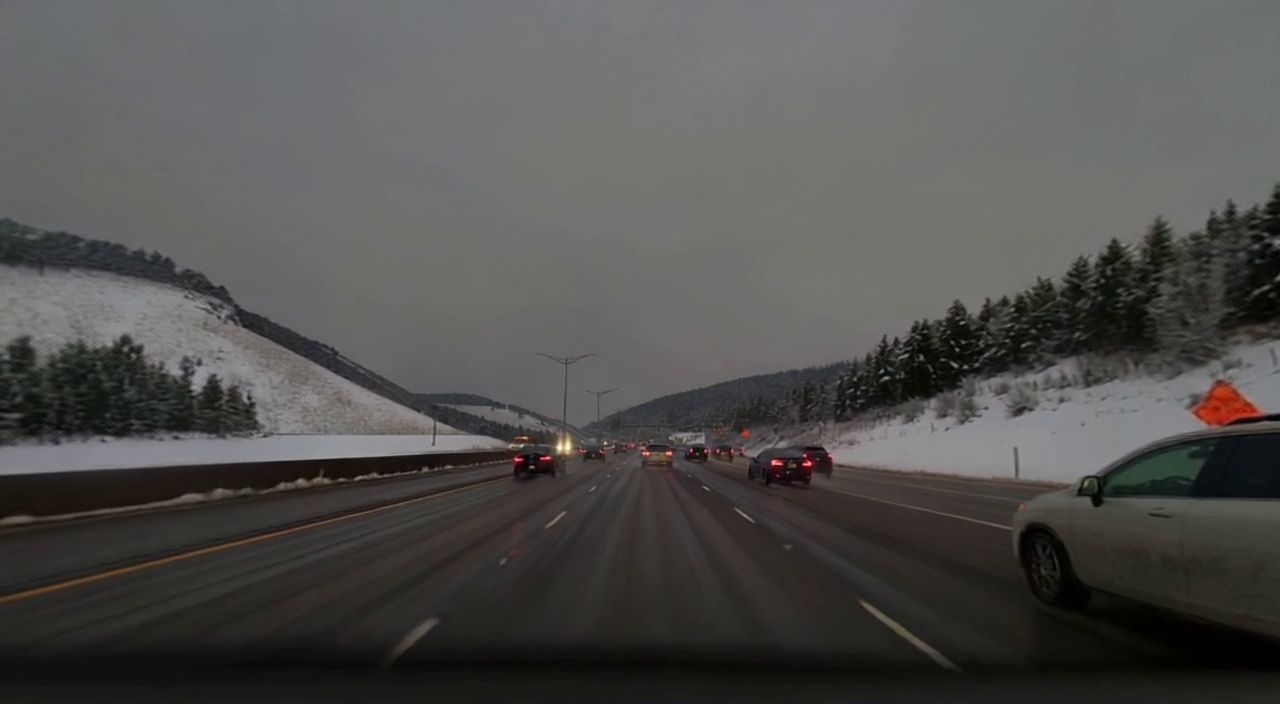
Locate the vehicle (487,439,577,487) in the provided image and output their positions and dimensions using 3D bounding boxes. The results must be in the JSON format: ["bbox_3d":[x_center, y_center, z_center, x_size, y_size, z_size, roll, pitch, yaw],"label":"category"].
[{"bbox_3d":[-3.555,3.742,21.604,2.232,1.438,4.163,-1,-8,2],"label":"vehicle"}]

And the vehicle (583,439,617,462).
[{"bbox_3d":[-3.026,7.659,49.199,2.234,1.675,4.527,-1,-8,2],"label":"vehicle"}]

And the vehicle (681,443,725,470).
[{"bbox_3d":[3.693,6.185,37.574,2.177,1.453,4.205,0,-8,0],"label":"vehicle"}]

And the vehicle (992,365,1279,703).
[{"bbox_3d":[3.860,0.882,2.720,2.018,1.670,4.658,0,-8,1],"label":"vehicle"}]

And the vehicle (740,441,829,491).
[{"bbox_3d":[4.660,3.732,20.988,1.867,1.465,4.093,0,-8,-2],"label":"vehicle"}]

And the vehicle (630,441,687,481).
[{"bbox_3d":[0.723,4.444,26.104,2.138,1.473,4.392,0,-8,0],"label":"vehicle"}]
